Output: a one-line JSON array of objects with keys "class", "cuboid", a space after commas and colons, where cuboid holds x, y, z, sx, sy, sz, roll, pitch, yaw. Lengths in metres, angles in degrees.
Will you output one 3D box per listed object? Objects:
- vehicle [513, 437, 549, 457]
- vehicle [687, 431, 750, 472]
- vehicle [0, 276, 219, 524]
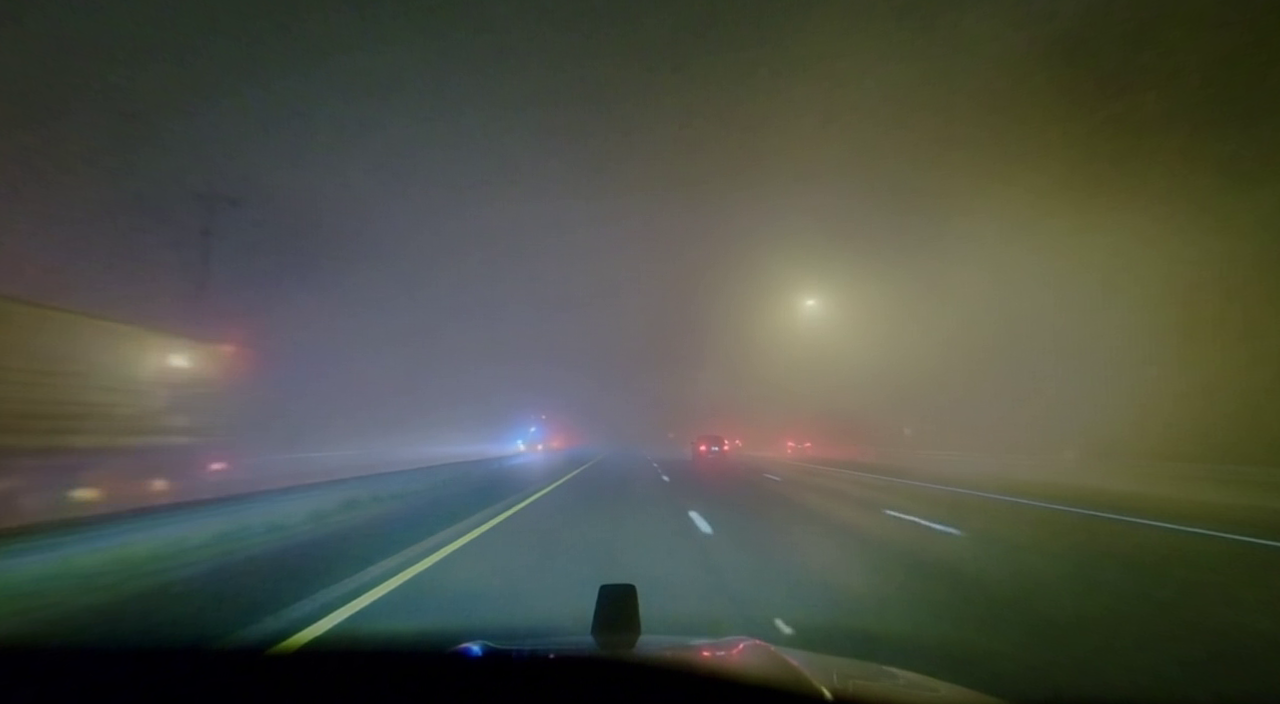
[{"class": "vehicle", "cuboid": [-8.586, 7.517, 49.959, 1.946, 1.496, 5.056, 0, -8, 0]}, {"class": "vehicle", "cuboid": [3.253, 4.204, 26.946, 2.084, 1.583, 4.420, 0, -8, -1]}, {"class": "vehicle", "cuboid": [-12.419, 0.581, 8.888, 3.293, 4.139, 14.123, 0, -8, -1]}]
